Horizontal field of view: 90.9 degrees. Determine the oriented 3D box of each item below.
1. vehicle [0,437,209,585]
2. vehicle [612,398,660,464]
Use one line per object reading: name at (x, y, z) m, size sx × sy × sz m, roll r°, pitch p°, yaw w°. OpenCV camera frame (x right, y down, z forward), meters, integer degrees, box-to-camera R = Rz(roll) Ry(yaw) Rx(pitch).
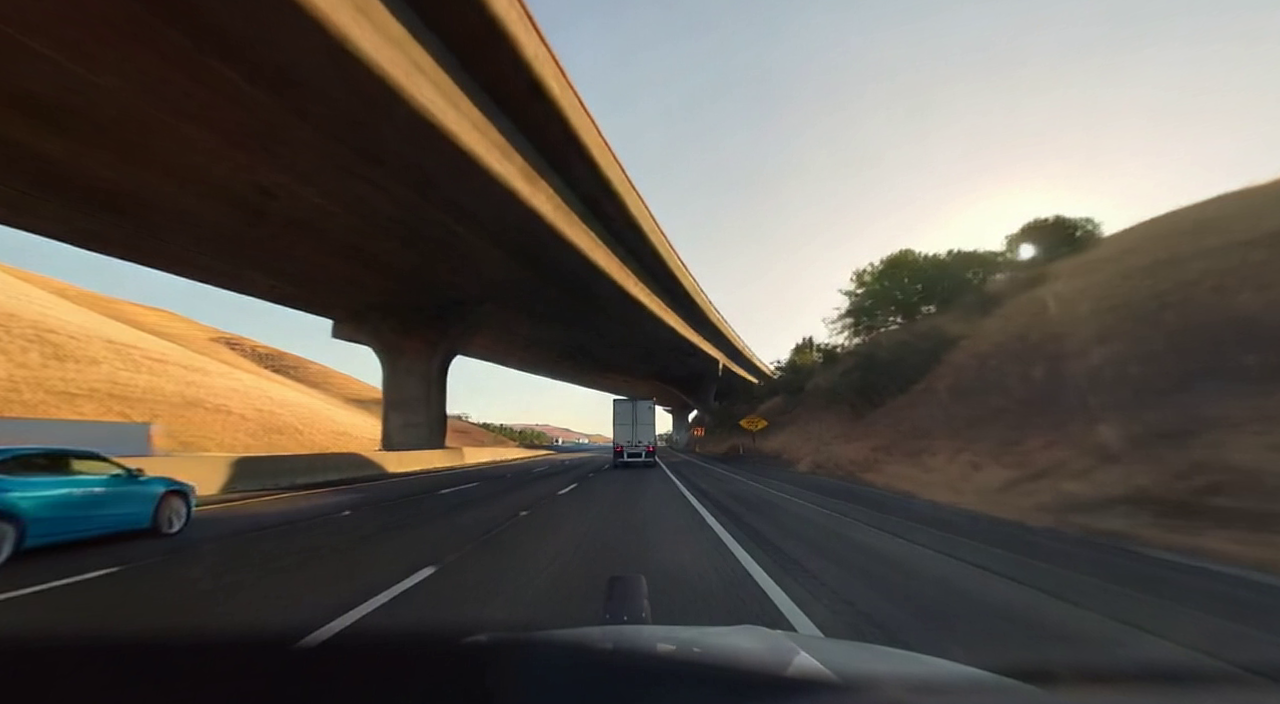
vehicle at (-7.574, 1.738, 7.159) m, size 2.078 × 1.496 × 4.563 m, roll 0°, pitch -8°, yaw 1°
vehicle at (-0.202, 5.611, 43.956) m, size 2.866 × 4.014 × 11.261 m, roll 0°, pitch -8°, yaw 0°
